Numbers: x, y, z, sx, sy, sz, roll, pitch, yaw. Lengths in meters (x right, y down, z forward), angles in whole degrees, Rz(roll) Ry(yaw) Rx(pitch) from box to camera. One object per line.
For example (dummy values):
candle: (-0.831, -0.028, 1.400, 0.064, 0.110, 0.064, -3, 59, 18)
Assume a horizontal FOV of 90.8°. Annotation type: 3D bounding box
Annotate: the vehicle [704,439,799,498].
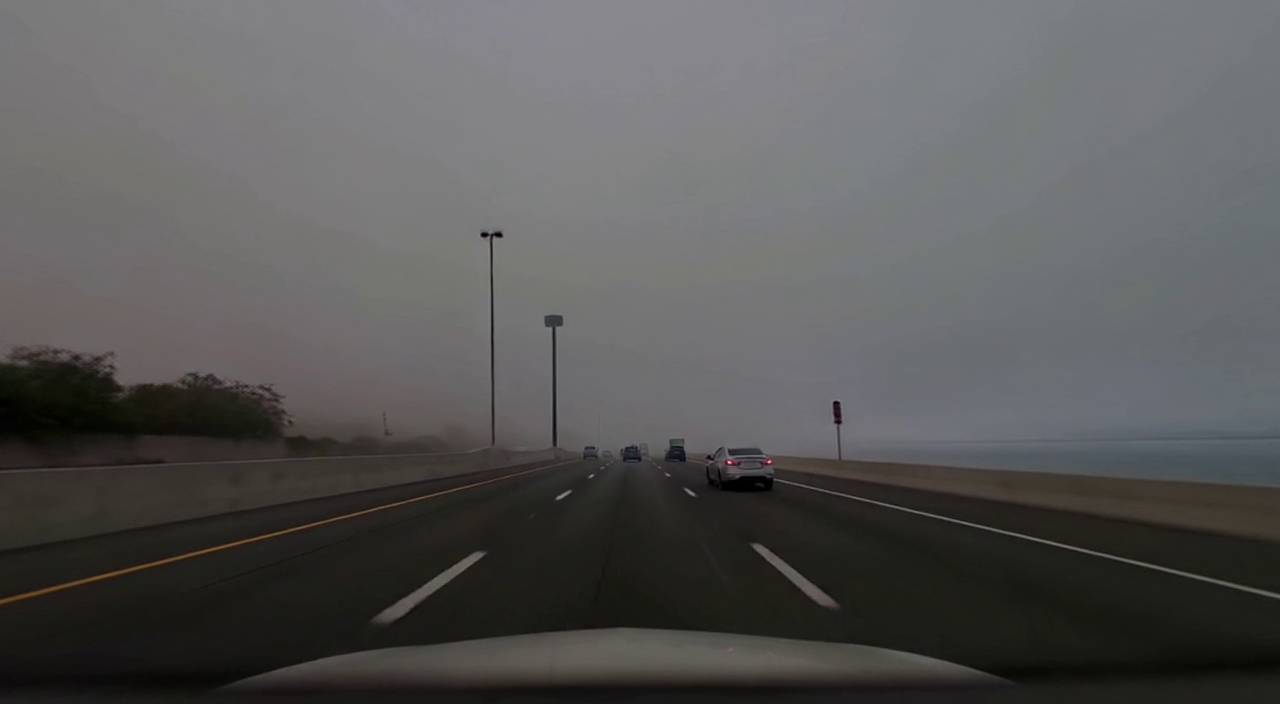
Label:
vehicle: (3.068, 3.300, 18.395, 1.890, 1.490, 4.373, 0, -8, -1)
